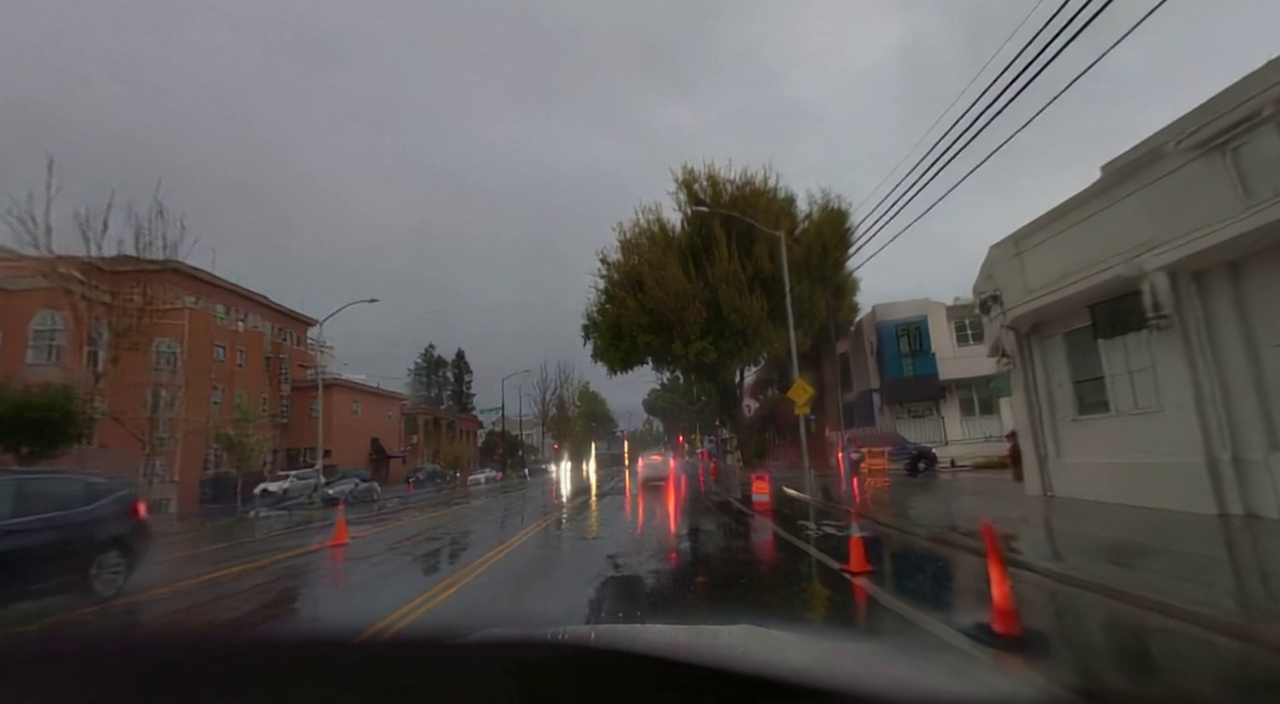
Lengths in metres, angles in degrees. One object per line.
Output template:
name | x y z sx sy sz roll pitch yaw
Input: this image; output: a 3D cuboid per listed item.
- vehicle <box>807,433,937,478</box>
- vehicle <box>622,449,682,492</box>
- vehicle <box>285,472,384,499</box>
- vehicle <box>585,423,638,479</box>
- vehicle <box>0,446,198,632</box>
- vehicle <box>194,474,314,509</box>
vehicle | 10.347 4.624 28.482 4.859 1.914 2.333 1 -9 -5
vehicle | 0.484 4.567 24.646 2.159 1.506 4.086 0 -9 2
vehicle | -18.548 8.118 38.491 4.952 1.510 2.115 -1 -9 5
vehicle | -1.662 6.727 43.196 2.977 3.271 12.748 0 -9 0
vehicle | -6.936 1.792 5.975 2.016 1.693 4.911 -3 -9 -1
vehicle | -19.508 7.076 32.090 4.696 1.513 2.243 -2 -8 3
